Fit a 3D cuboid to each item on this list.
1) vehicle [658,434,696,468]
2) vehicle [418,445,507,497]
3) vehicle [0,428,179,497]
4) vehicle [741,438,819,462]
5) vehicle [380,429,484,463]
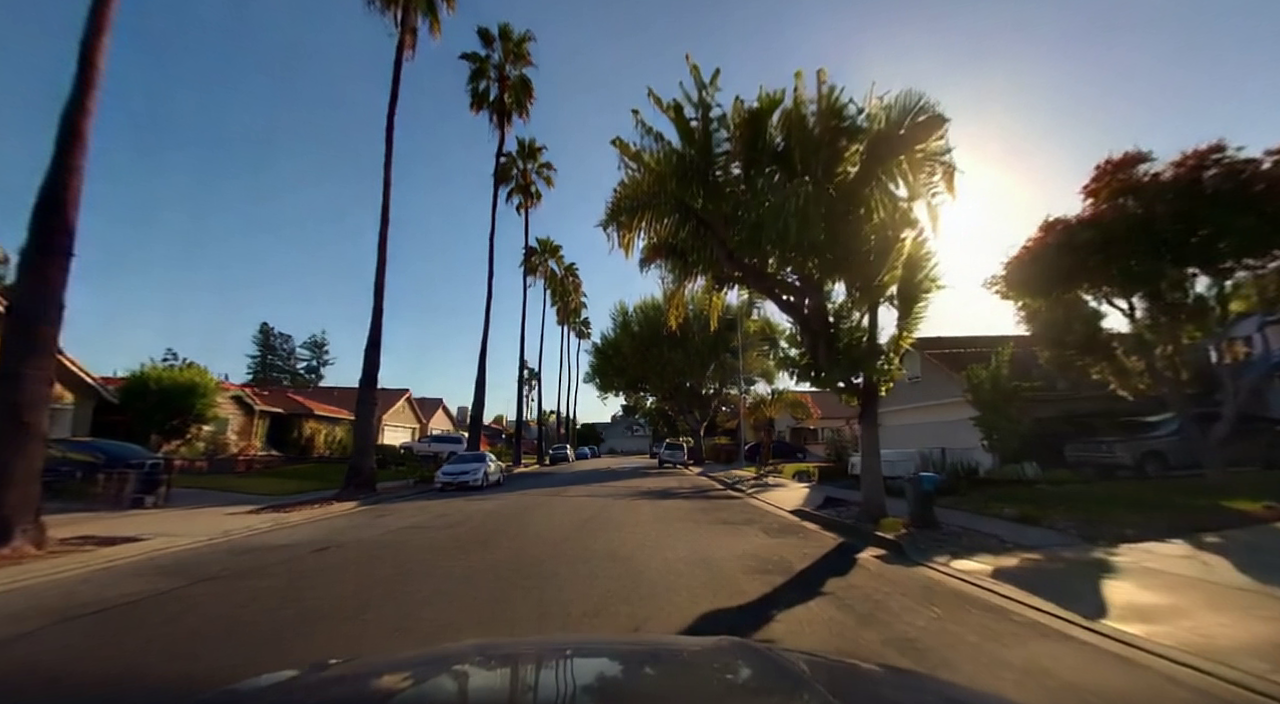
[{"bbox_3d":[2.373,6.579,42.074,2.184,2.038,6.212,0,-8,0],"label":"vehicle"},{"bbox_3d":[-5.972,4.029,21.832,1.949,1.511,4.466,0,-8,-2],"label":"vehicle"},{"bbox_3d":[-13.233,2.435,14.094,4.283,1.400,1.926,0,-8,-2],"label":"vehicle"},{"bbox_3d":[9.022,6.348,41.037,4.643,1.520,1.826,0,-8,1],"label":"vehicle"},{"bbox_3d":[-12.315,5.623,37.787,5.340,1.948,2.398,0,-8,-1],"label":"vehicle"}]
